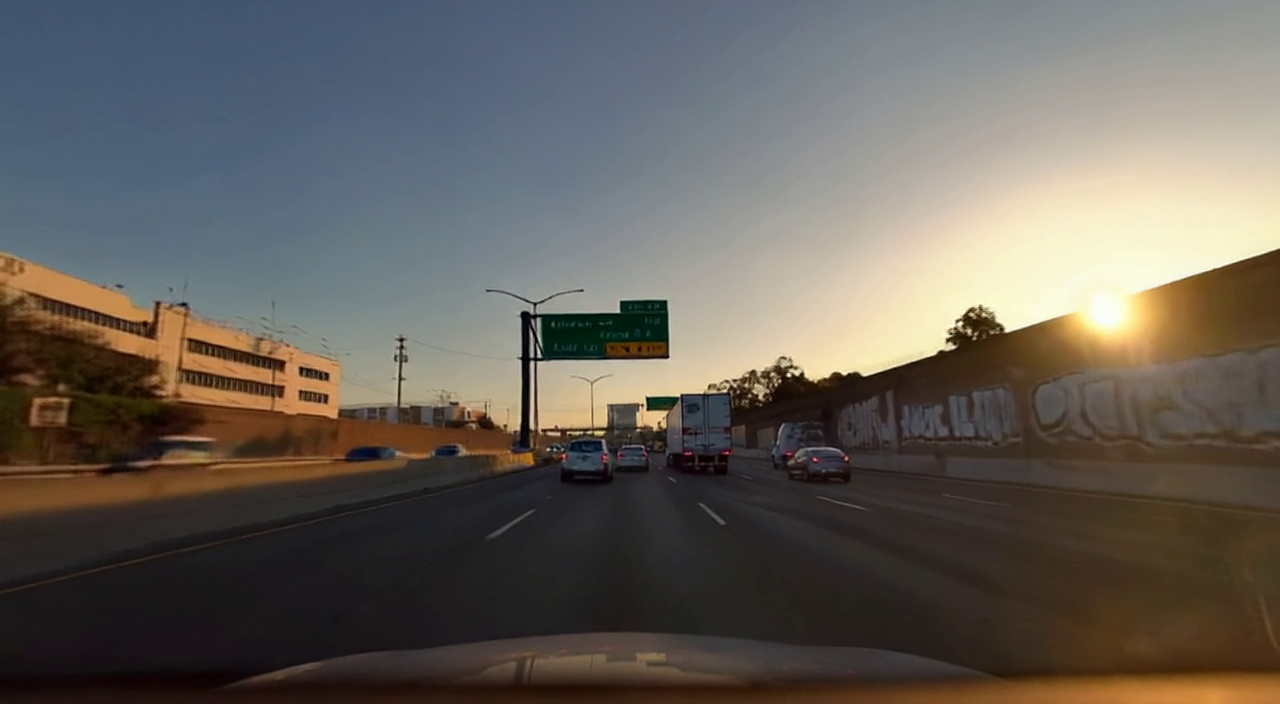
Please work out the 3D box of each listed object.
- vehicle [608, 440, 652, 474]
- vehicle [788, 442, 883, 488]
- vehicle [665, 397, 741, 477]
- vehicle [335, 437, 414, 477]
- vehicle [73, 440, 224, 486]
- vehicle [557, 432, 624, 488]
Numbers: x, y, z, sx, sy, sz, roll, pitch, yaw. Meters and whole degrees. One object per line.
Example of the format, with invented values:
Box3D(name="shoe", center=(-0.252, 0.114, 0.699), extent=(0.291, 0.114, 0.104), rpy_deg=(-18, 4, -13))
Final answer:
Box3D(name="vehicle", center=(-0.533, 5.630, 33.971), extent=(2.191, 1.685, 4.015), rpy_deg=(0, -9, -1))
Box3D(name="vehicle", center=(7.050, 4.116, 23.350), extent=(1.915, 1.476, 4.677), rpy_deg=(0, -9, -1))
Box3D(name="vehicle", center=(3.250, 4.900, 35.833), extent=(2.976, 3.806, 10.591), rpy_deg=(0, -9, -1))
Box3D(name="vehicle", center=(-10.771, 4.283, 25.899), extent=(1.674, 1.481, 3.535), rpy_deg=(0, -9, 0))
Box3D(name="vehicle", center=(-19.536, 4.420, 25.480), extent=(2.164, 1.657, 4.809), rpy_deg=(0, -9, 0))
Box3D(name="vehicle", center=(-1.833, 4.044, 23.969), extent=(2.249, 1.843, 5.176), rpy_deg=(0, -9, -4))
